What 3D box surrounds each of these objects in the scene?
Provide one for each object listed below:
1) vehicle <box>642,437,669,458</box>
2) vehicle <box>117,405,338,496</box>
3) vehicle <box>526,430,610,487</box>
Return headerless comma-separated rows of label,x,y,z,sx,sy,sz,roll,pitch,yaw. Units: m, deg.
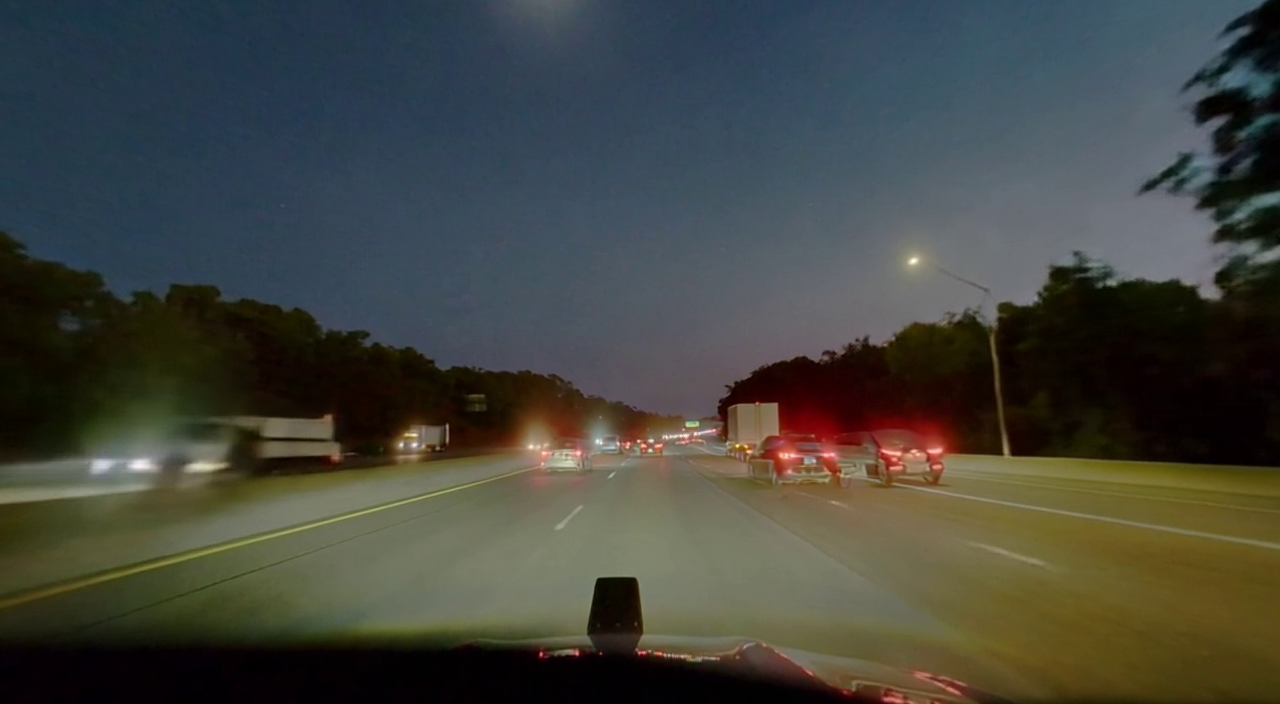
vehicle,1.171,7.302,48.341,2.004,1.465,3.842,0,-8,1
vehicle,-11.659,2.852,18.637,2.310,2.226,6.079,0,-8,1
vehicle,-2.211,3.389,20.492,2.137,1.618,4.209,0,-8,1
